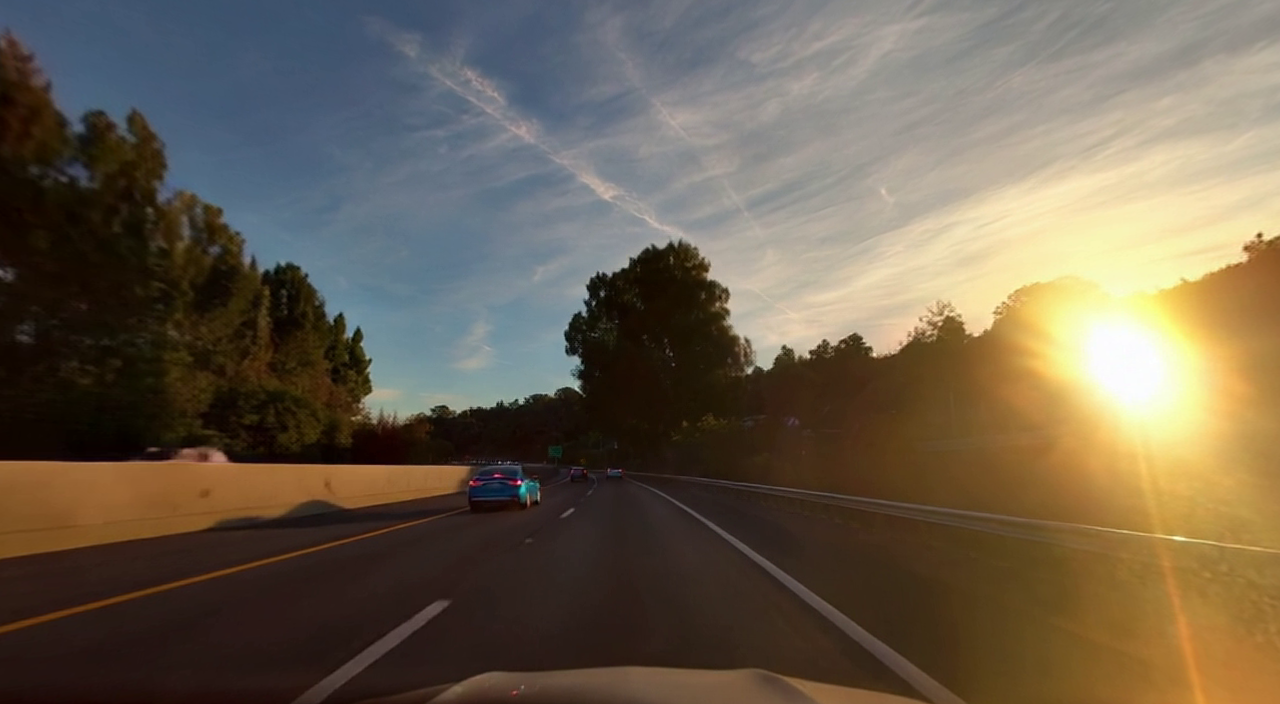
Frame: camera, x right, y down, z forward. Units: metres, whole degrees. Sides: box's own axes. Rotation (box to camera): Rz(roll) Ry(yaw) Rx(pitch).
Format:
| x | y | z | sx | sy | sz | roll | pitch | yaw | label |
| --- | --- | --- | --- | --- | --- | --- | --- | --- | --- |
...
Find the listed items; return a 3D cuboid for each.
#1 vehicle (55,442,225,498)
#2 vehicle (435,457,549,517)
| x | y | z | sx | sy | sz | roll | pitch | yaw | label |
| --- | --- | --- | --- | --- | --- | --- | --- | --- | --- |
| -15.520 | 3.725 | 19.934 | 1.904 | 1.529 | 4.206 | 1 | -11 | -1 | vehicle |
| -4.351 | 4.116 | 19.527 | 2.328 | 1.559 | 5.041 | 1 | -11 | -1 | vehicle |
